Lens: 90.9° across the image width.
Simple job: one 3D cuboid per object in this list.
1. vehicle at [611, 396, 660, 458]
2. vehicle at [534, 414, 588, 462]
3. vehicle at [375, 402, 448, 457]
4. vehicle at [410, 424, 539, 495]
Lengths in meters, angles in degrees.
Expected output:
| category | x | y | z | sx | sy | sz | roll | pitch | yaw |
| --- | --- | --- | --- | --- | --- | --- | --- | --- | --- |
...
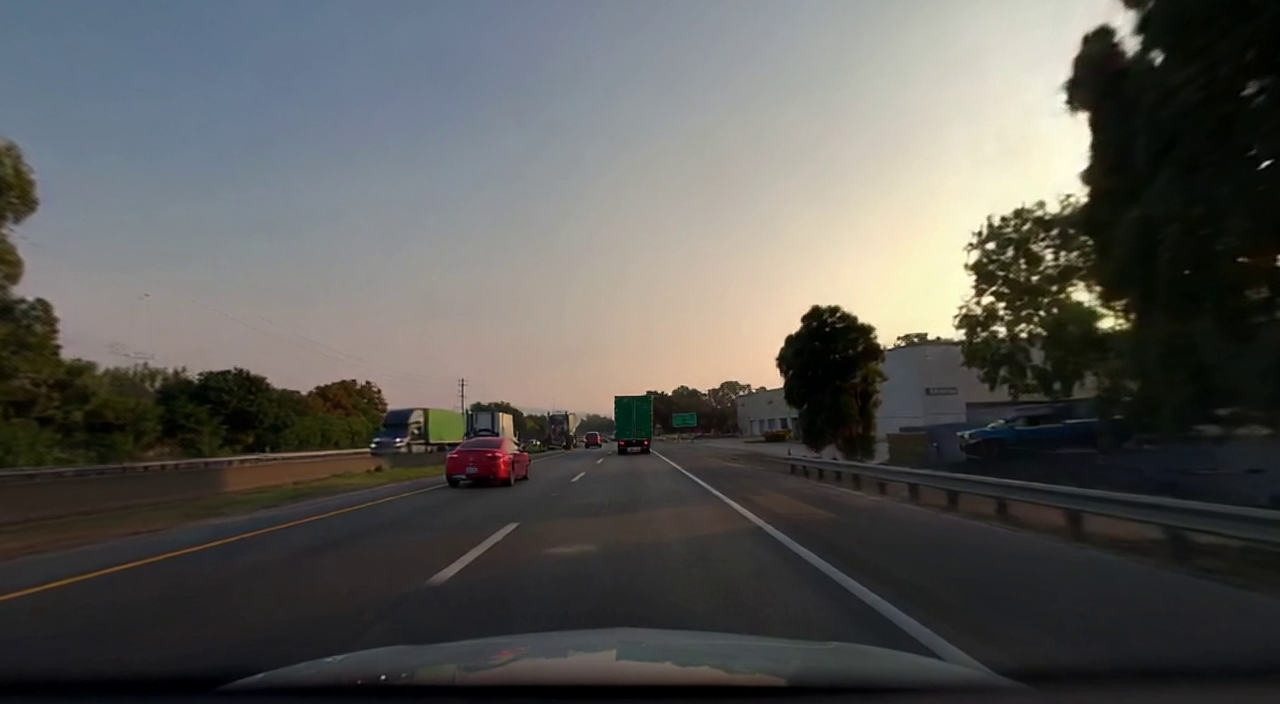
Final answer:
| category | x | y | z | sx | sy | sz | roll | pitch | yaw |
| --- | --- | --- | --- | --- | --- | --- | --- | --- | --- |
| vehicle | -0.462 | 5.624 | 46.696 | 3.259 | 4.066 | 9.891 | 0 | -8 | -2 |
| vehicle | -4.848 | 5.467 | 40.059 | 2.717 | 2.714 | 6.997 | 0 | -8 | -1 |
| vehicle | -17.122 | 5.907 | 47.691 | 3.295 | 3.920 | 5.858 | 0 | -8 | -1 |
| vehicle | -4.175 | 2.786 | 16.886 | 2.005 | 1.602 | 5.131 | 0 | -8 | 1 |
